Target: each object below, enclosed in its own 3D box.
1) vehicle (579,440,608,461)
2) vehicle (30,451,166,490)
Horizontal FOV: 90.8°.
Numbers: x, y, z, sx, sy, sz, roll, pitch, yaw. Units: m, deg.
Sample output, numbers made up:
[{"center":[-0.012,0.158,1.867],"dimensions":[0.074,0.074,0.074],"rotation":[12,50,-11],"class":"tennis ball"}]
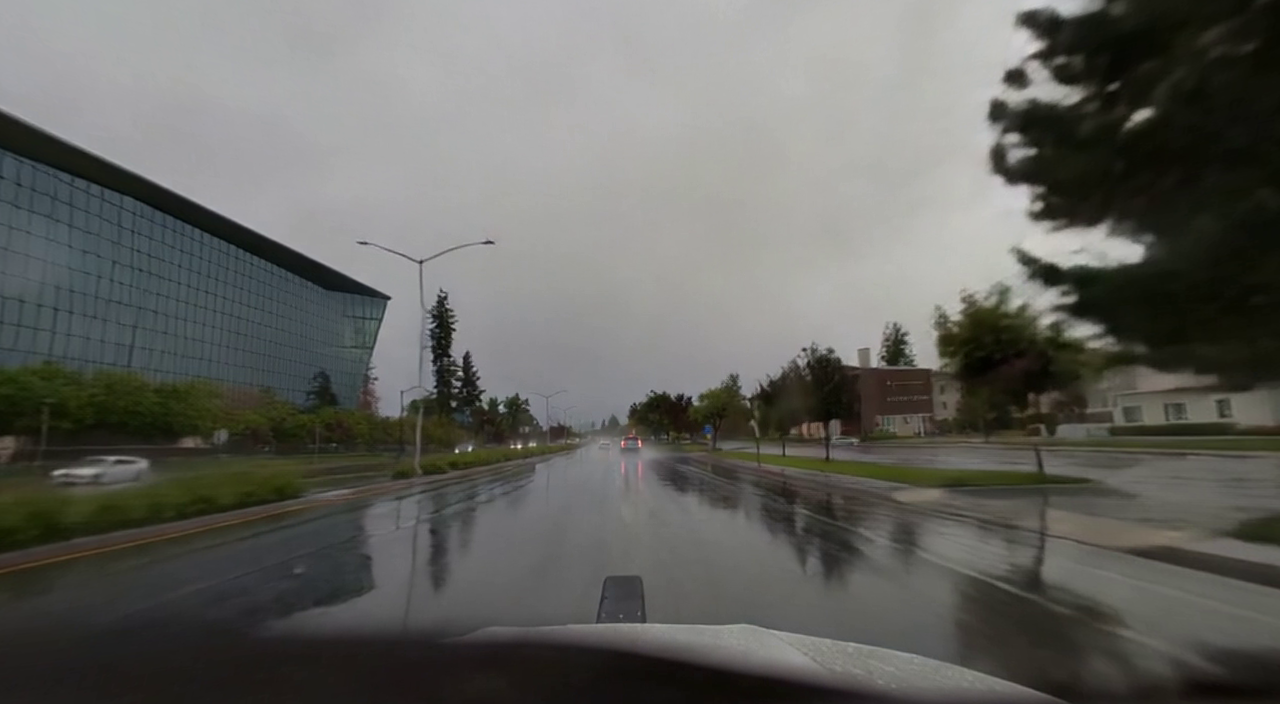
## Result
[{"center":[-3.480,7.439,47.831],"dimensions":[2.080,1.445,4.096],"rotation":[0,-8,-3],"class":"vehicle"},{"center":[-23.573,5.133,27.792],"dimensions":[1.862,1.489,4.780],"rotation":[0,-8,-2],"class":"vehicle"}]
